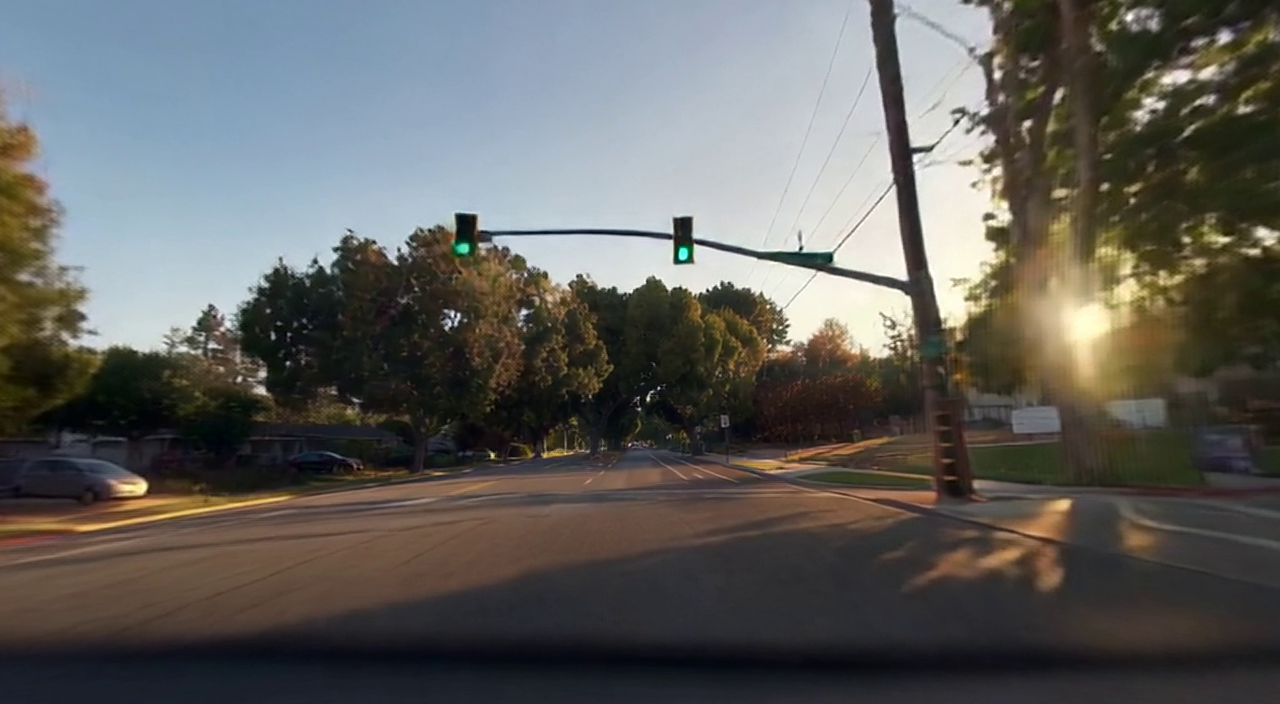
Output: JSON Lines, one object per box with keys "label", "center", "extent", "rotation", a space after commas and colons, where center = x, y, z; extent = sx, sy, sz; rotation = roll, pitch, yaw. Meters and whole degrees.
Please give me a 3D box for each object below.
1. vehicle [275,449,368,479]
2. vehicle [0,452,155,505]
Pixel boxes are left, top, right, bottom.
{"label": "vehicle", "center": [-20.345, 7.136, 40.501], "extent": [4.761, 1.812, 2.206], "rotation": [0, -9, -1]}
{"label": "vehicle", "center": [-20.151, 4.426, 22.389], "extent": [4.171, 1.728, 2.069], "rotation": [0, -9, 1]}
